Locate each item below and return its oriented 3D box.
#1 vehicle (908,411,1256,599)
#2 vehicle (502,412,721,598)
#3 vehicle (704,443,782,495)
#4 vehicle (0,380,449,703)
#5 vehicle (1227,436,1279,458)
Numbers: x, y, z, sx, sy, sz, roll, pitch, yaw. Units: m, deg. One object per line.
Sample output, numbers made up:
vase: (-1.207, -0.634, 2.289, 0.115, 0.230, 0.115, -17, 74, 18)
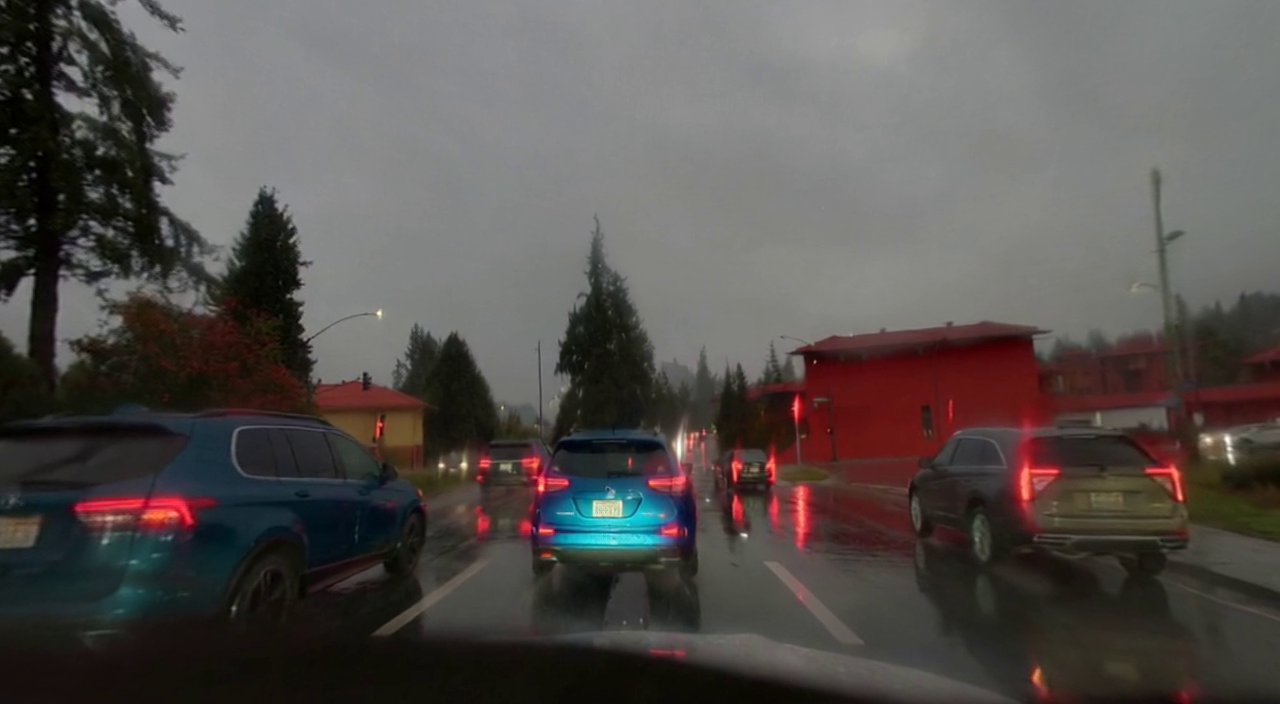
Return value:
vehicle: (5.173, 1.795, 8.366, 2.014, 1.740, 4.515, -2, -9, 11)
vehicle: (-0.198, 1.728, 7.960, 2.022, 1.700, 4.084, 0, -9, 2)
vehicle: (3.373, 3.891, 21.345, 1.847, 1.554, 3.885, 0, -9, -2)
vehicle: (-3.466, 1.353, 5.604, 2.047, 1.741, 4.470, 0, -9, 1)
vehicle: (44.082, 6.543, 43.421, 4.835, 1.518, 1.910, -4, -9, 24)
